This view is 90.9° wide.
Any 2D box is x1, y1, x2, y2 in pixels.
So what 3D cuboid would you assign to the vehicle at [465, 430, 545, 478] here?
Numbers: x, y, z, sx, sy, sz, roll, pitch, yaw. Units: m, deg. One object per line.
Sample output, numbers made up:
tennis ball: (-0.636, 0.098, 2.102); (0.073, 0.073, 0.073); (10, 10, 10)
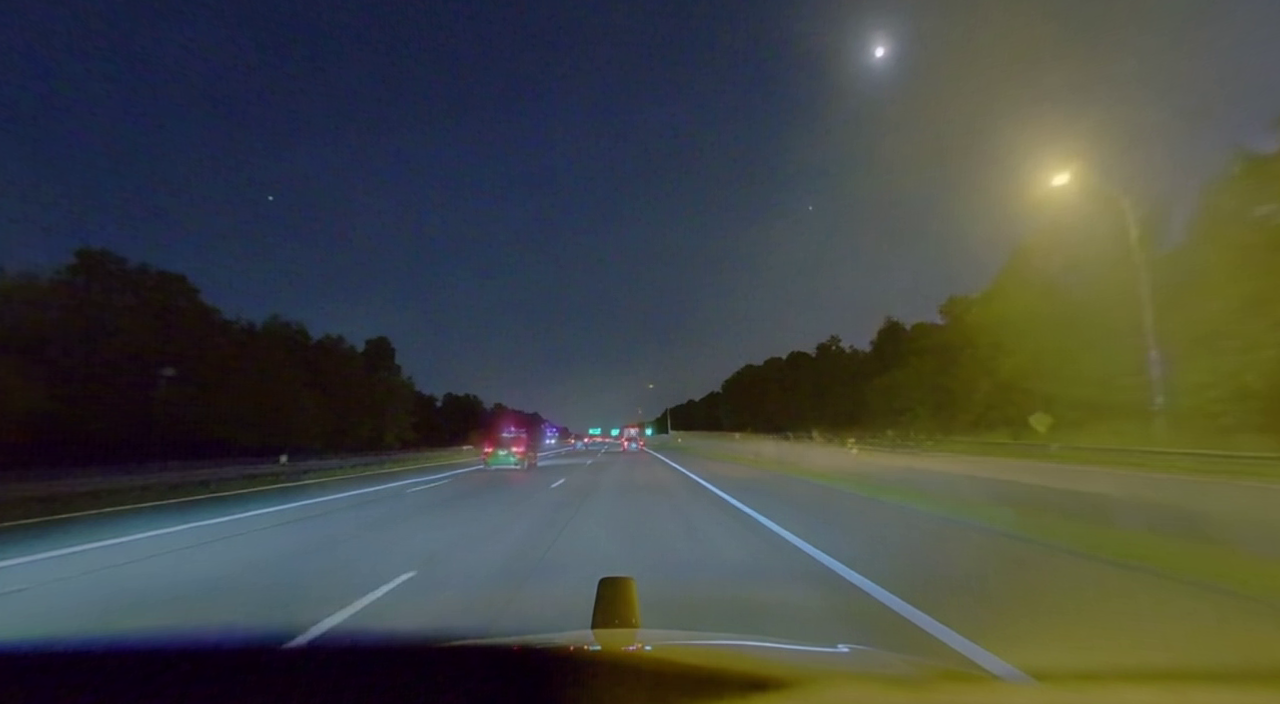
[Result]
vehicle: (-4.560, 3.485, 21.870); (1.959, 1.514, 3.668); (0, -8, 0)
